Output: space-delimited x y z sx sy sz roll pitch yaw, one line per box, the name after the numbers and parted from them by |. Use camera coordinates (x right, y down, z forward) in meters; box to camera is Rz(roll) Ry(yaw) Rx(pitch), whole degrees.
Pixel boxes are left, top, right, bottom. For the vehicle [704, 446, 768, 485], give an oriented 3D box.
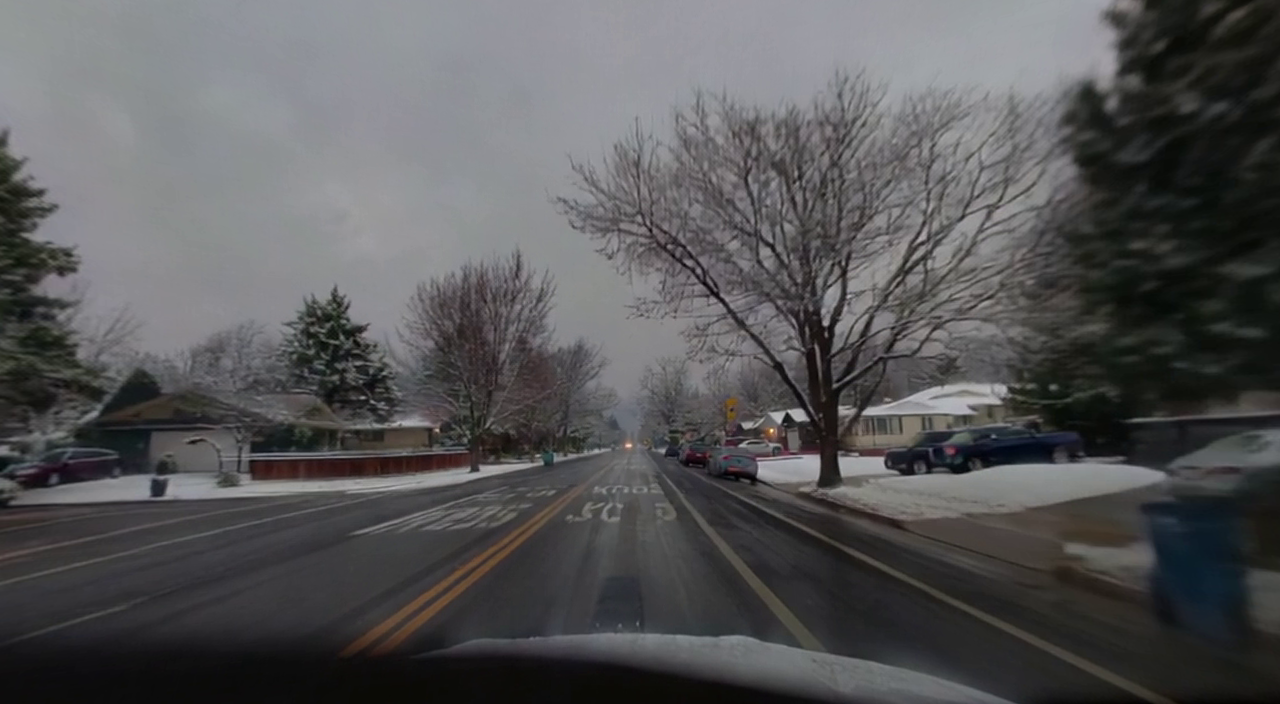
3.906 4.697 26.421 1.940 1.470 4.101 0 -9 -1 | vehicle

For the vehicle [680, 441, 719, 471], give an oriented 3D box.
3.852 6.789 41.393 2.032 1.792 4.849 0 -9 -1 | vehicle

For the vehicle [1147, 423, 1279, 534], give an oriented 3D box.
11.070 1.845 9.967 4.493 1.493 1.926 -3 -9 -3 | vehicle

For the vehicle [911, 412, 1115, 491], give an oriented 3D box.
10.935 2.942 18.850 4.459 1.696 2.361 -6 -8 -1 | vehicle

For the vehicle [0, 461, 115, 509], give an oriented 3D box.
-21.567 4.535 21.783 5.074 1.511 1.978 0 -9 0 | vehicle
